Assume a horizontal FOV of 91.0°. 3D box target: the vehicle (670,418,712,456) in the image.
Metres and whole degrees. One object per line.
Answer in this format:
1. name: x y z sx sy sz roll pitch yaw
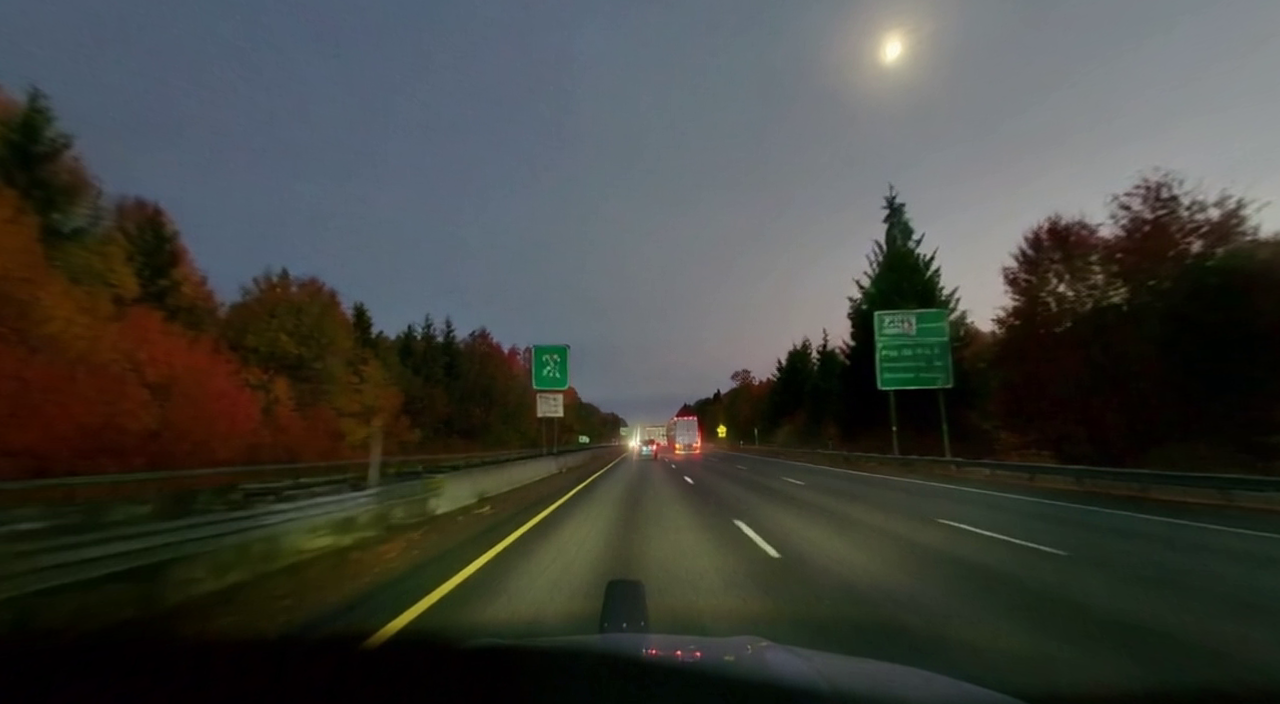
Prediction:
1. vehicle: 3.730 6.448 47.321 2.691 2.646 6.279 0 -8 0

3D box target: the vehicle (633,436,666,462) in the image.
1. vehicle: 0.591 5.986 38.815 1.924 1.498 3.817 0 -8 1
